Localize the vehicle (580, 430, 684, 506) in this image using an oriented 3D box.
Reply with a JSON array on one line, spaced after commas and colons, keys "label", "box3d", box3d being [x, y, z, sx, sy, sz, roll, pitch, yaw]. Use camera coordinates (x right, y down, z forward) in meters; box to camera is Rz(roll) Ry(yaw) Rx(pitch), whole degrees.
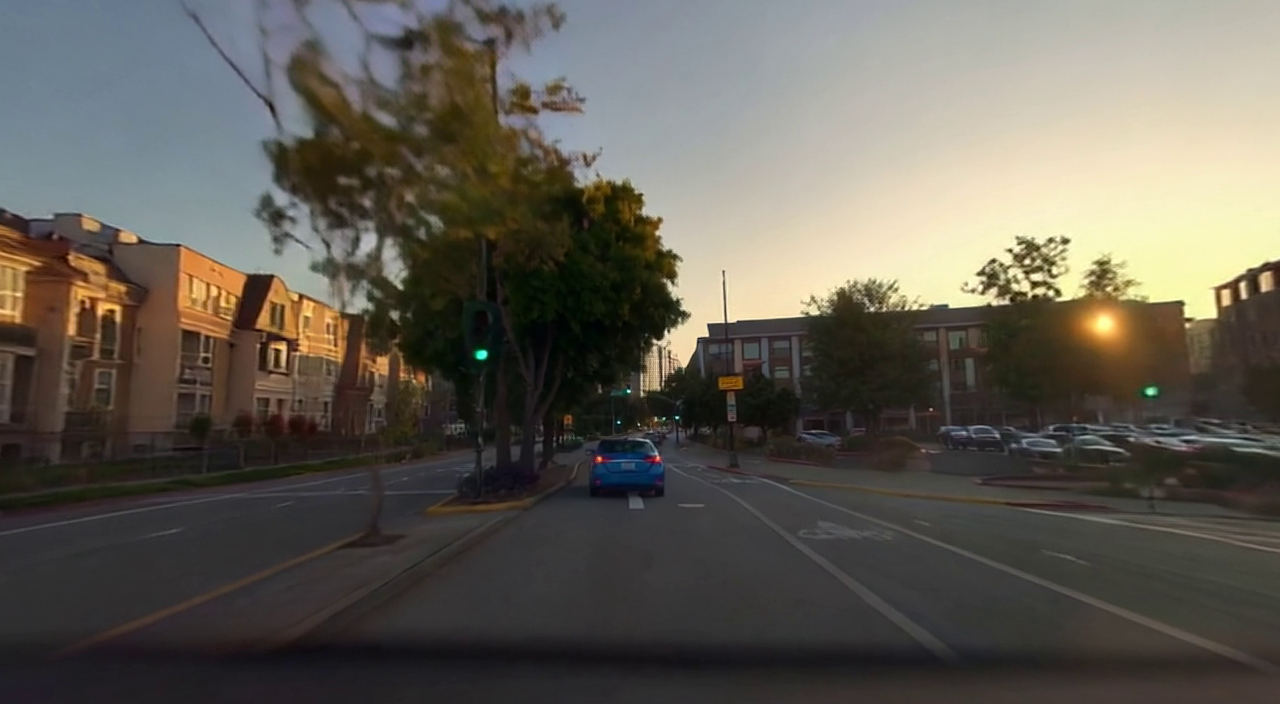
[{"label": "vehicle", "box3d": [-0.337, 2.464, 13.968, 1.950, 1.401, 4.159, 1, -8, -5]}]
